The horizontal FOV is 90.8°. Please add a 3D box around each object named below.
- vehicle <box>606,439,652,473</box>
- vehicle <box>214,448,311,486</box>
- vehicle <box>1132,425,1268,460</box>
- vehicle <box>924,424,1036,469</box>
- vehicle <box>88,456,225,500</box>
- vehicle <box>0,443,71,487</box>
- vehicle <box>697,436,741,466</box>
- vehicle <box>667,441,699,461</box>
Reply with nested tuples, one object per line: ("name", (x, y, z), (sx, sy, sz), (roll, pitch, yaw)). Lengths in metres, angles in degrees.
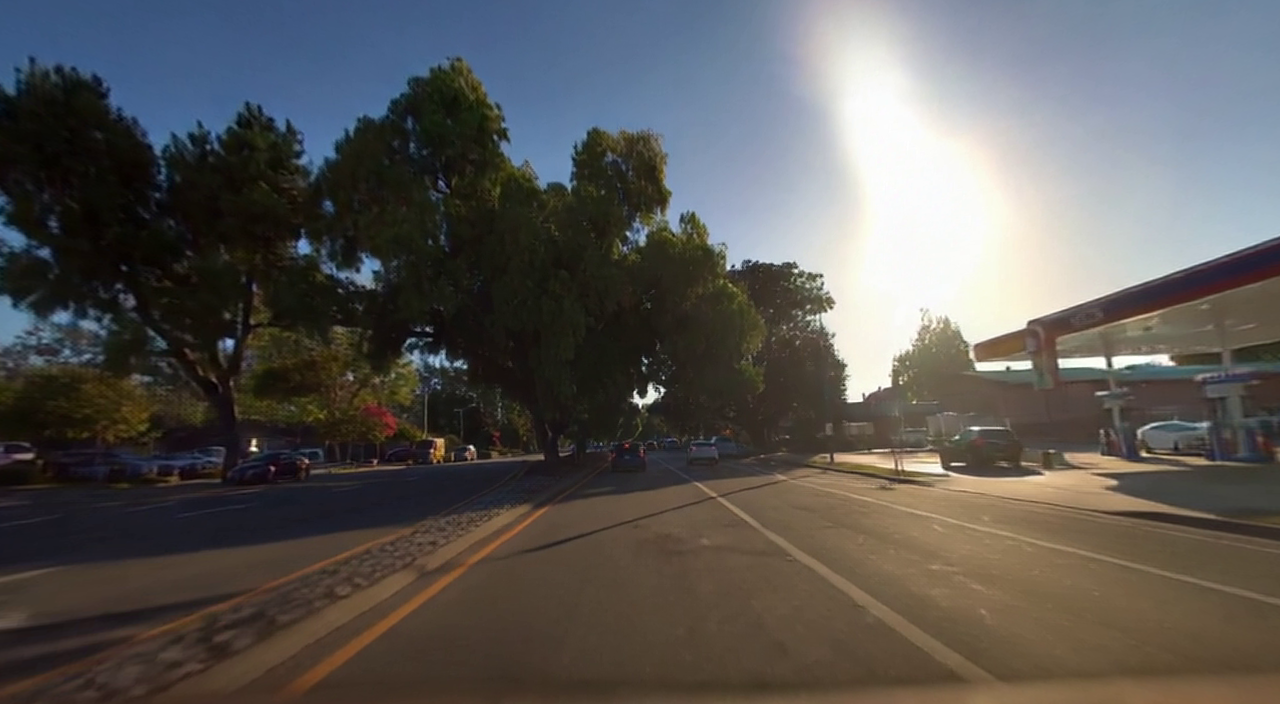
("vehicle", (-0.496, 4.882, 29.812), (2.052, 1.488, 3.779), (0, -8, 0))
("vehicle", (-18.816, 5.712, 31.780), (2.004, 1.758, 4.594), (0, -8, 0))
("vehicle", (25.686, 4.214, 29.261), (2.045, 1.478, 4.685), (0, -8, 0))
("vehicle", (15.335, 4.300, 28.877), (2.368, 1.868, 4.724), (0, -8, -1))
("vehicle", (-18.806, 4.881, 24.892), (1.797, 1.461, 4.536), (0, -9, 0))
("vehicle", (-31.810, 5.638, 31.632), (4.384, 2.079, 2.066), (0, -9, -3))
("vehicle", (5.159, 6.330, 40.582), (2.117, 1.757, 4.969), (-2, -9, 15))
("vehicle", (3.256, 7.651, 48.994), (2.124, 1.476, 4.730), (0, -8, 0))
